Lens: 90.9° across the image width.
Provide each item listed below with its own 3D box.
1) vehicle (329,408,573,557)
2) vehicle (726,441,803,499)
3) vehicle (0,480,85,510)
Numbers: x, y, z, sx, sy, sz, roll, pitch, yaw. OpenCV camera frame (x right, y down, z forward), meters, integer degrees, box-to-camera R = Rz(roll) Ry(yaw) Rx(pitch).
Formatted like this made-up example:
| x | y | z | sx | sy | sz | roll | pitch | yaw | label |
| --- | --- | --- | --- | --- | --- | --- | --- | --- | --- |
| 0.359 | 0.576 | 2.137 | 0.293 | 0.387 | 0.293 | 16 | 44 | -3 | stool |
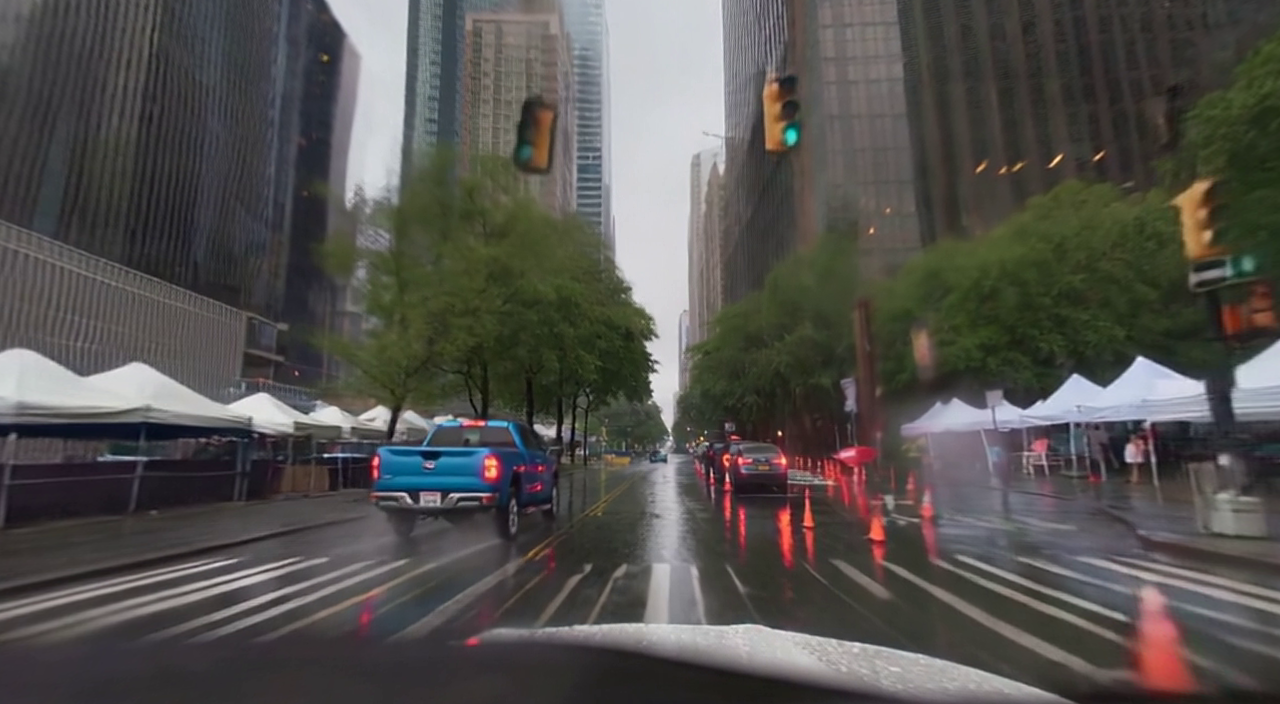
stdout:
| x | y | z | sx | sy | sz | roll | pitch | yaw | label |
| --- | --- | --- | --- | --- | --- | --- | --- | --- | --- |
| -2.841 | 2.210 | 11.340 | 2.452 | 1.954 | 5.653 | -1 | -9 | 2 | vehicle |
| 3.790 | 3.674 | 19.882 | 2.023 | 1.607 | 4.225 | -2 | -9 | 7 | vehicle |
| -44.631 | 10.590 | 46.970 | 2.038 | 1.810 | 5.702 | 1 | -9 | -9 | vehicle |
